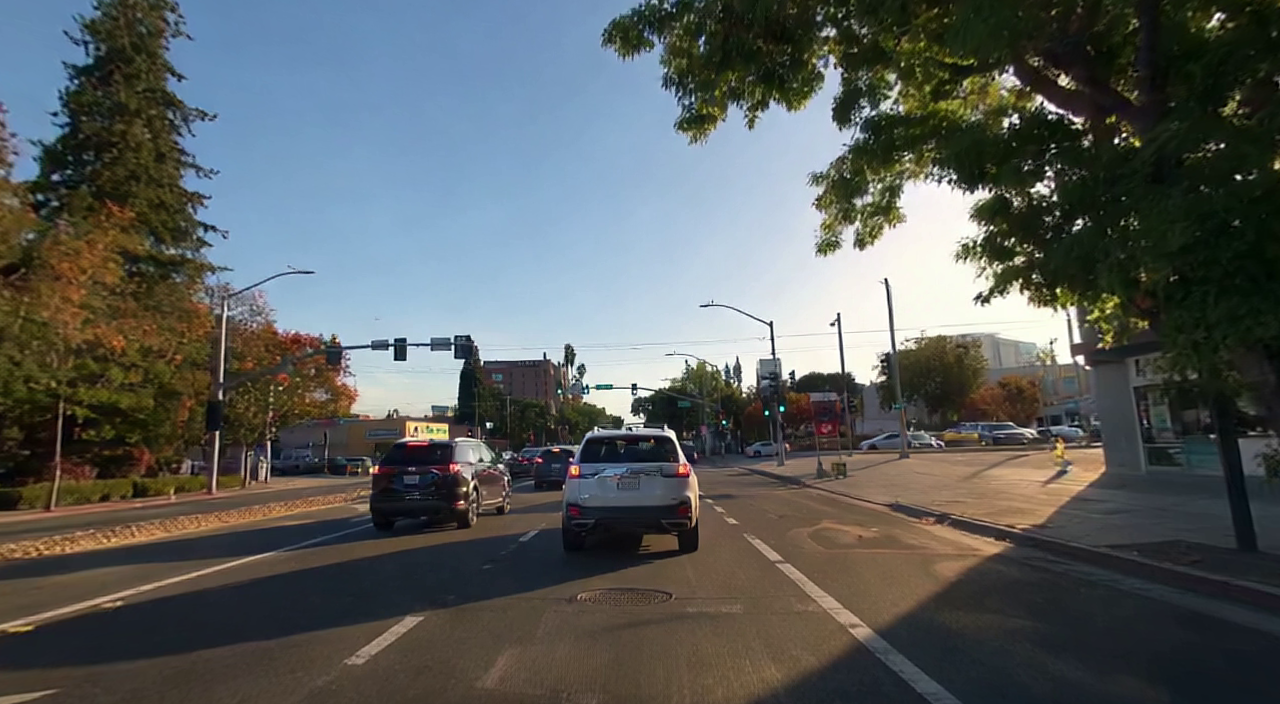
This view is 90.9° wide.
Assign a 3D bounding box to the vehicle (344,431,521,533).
[{"bbox_3d":[-3.721,2.387,12.221,1.886,1.599,4.247,0,-8,1],"label":"vehicle"}]

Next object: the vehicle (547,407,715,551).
[{"bbox_3d":[-0.083,1.879,9.914,2.075,1.770,4.018,0,-8,1],"label":"vehicle"}]
